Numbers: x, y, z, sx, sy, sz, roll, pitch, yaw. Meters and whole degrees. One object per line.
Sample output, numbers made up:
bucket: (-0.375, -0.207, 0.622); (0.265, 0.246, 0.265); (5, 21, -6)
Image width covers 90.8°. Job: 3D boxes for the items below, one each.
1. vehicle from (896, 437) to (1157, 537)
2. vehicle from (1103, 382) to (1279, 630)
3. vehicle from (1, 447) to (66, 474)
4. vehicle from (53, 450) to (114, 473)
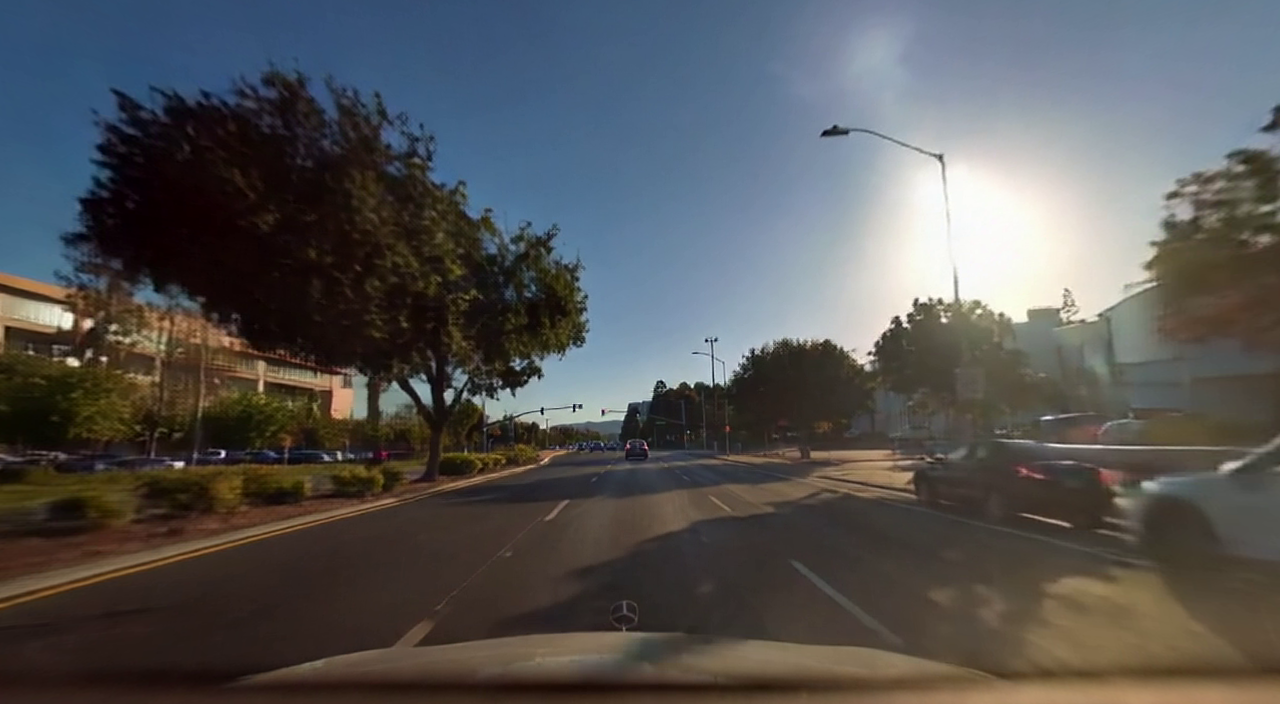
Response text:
vehicle: (6.720, 2.355, 11.762); (1.959, 1.466, 4.528); (0, -8, 0)
vehicle: (5.883, 1.003, 3.792); (2.295, 1.804, 4.971); (0, -8, -2)
vehicle: (-44.371, 7.912, 46.358); (2.122, 1.792, 4.859); (4, -10, -28)
vehicle: (-39.092, 7.678, 44.487); (1.920, 1.534, 4.933); (4, -10, -26)
